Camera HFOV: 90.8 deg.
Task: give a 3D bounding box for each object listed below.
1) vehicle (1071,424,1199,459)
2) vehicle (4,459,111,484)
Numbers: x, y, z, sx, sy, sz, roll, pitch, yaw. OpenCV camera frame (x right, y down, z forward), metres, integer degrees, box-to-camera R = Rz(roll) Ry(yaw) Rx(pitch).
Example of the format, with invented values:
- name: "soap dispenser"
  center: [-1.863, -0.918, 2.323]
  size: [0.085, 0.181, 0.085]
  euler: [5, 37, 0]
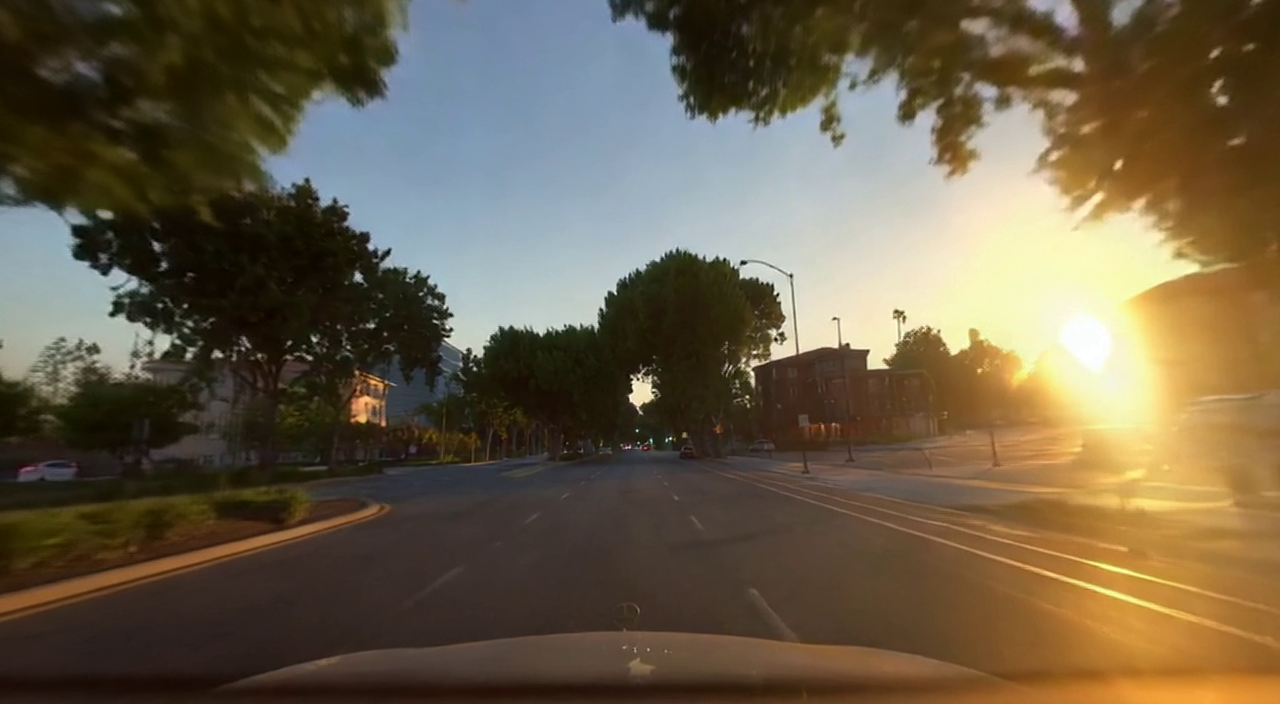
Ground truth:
- name: "vehicle"
  center: [22.291, 4.092, 28.723]
  size: [1.834, 1.444, 4.703]
  euler: [0, -9, -3]
- name: "vehicle"
  center: [-37.450, 7.697, 40.693]
  size: [4.880, 1.495, 2.001]
  euler: [0, -9, 1]
